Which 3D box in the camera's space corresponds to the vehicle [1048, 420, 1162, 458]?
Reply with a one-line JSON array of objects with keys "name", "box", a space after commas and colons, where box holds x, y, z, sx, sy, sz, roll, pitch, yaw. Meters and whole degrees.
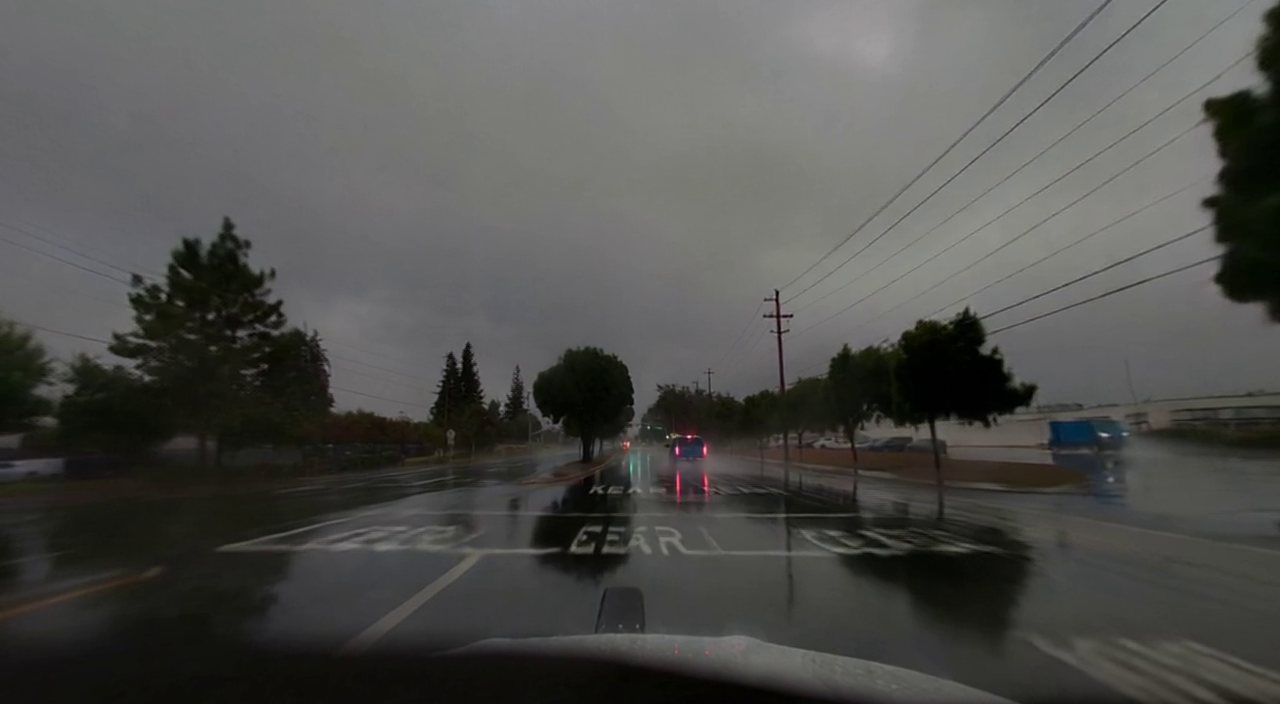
[{"name": "vehicle", "box": [29.535, 5.596, 40.512, 2.406, 2.215, 6.315, 0, -8, 0]}]

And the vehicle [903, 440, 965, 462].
[{"name": "vehicle", "box": [20.011, 6.757, 43.267, 1.980, 1.423, 4.793, 1, -8, 0]}]

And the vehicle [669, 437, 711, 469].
[{"name": "vehicle", "box": [3.026, 6.173, 38.858, 2.086, 1.803, 4.607, 1, -8, -2]}]

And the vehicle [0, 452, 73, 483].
[{"name": "vehicle", "box": [-40.093, 7.481, 41.003, 4.422, 1.874, 2.112, 1, -8, -1]}]
